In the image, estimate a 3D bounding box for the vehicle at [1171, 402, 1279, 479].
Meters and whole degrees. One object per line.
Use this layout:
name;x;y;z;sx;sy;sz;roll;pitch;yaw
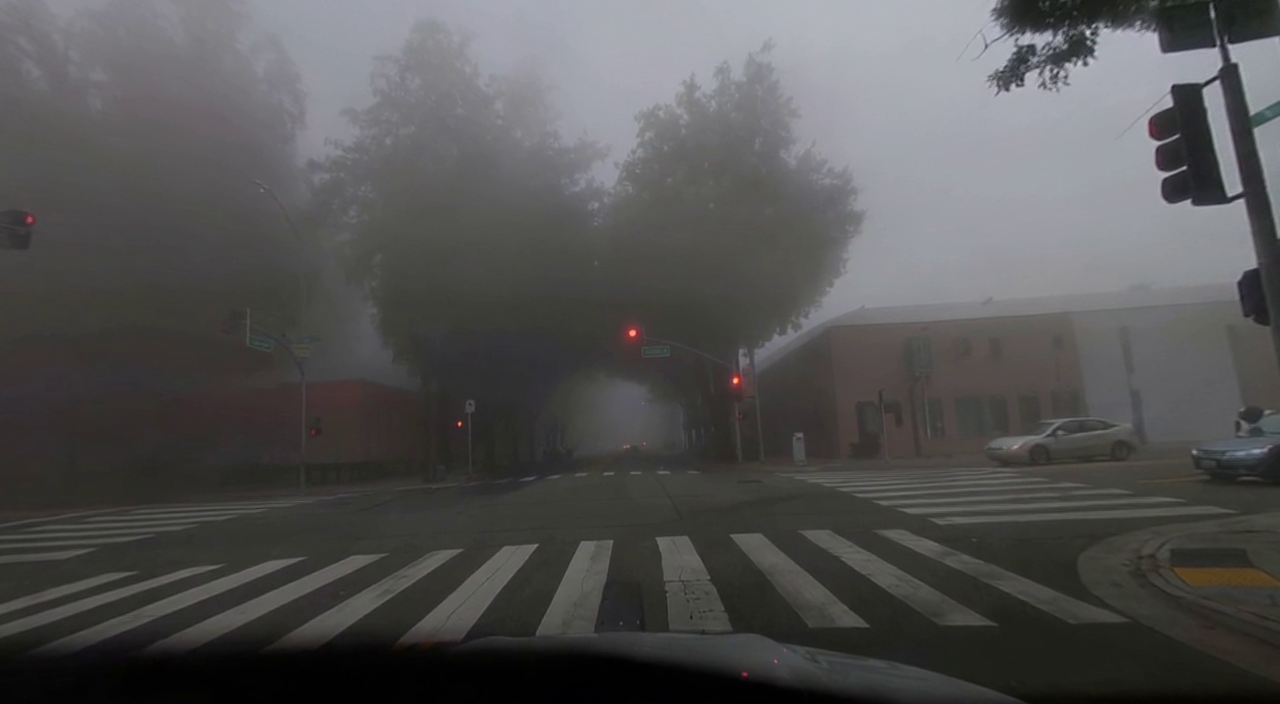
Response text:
vehicle;14.435;1.874;13.380;4.632;1.484;1.907;0;-8;-1
